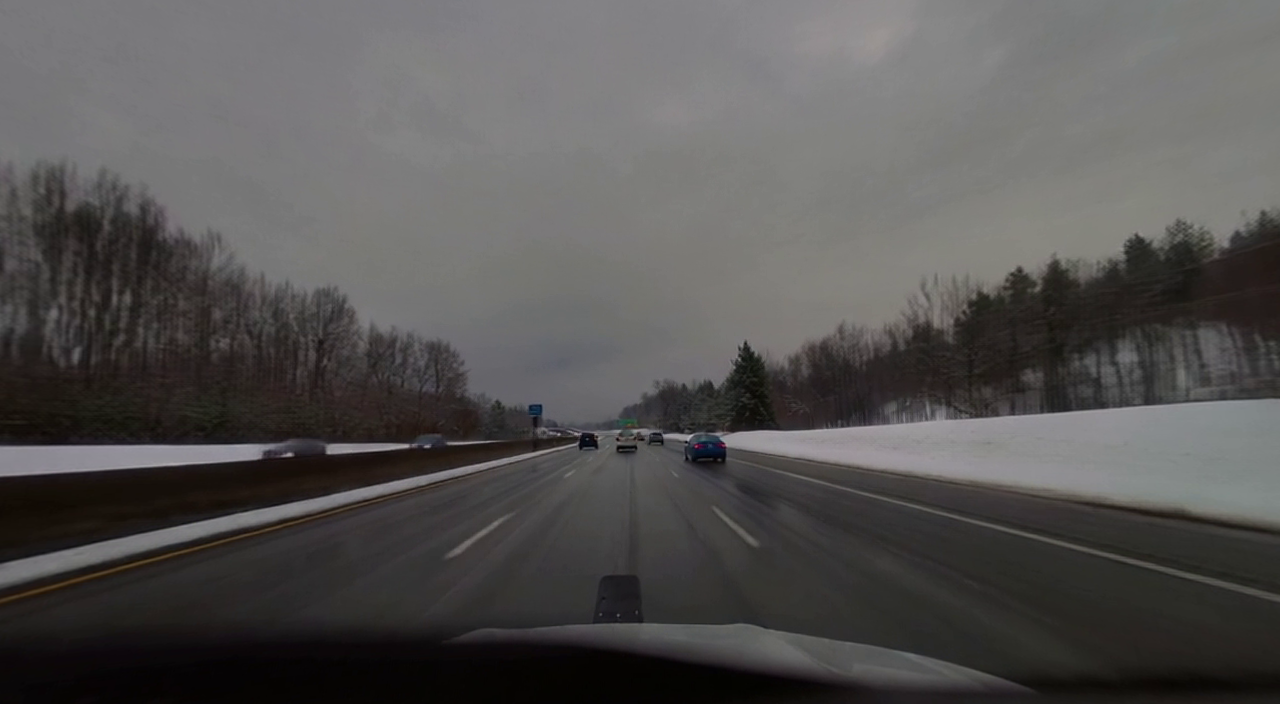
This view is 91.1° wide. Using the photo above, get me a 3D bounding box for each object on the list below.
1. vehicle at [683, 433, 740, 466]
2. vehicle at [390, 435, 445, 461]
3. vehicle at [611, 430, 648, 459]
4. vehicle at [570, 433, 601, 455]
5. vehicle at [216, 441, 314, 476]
[{"bbox_3d":[3.380,4.694,30.621,2.056,1.479,4.660,0,-8,-2],"label":"vehicle"},{"bbox_3d":[-13.381,5.769,38.023,1.861,1.479,3.811,0,-8,0],"label":"vehicle"},{"bbox_3d":[-0.659,5.727,39.102,2.182,1.680,4.253,0,-8,-1],"label":"vehicle"},{"bbox_3d":[-4.047,6.926,47.310,2.041,1.546,4.080,0,-8,-1],"label":"vehicle"},{"bbox_3d":[-17.243,4.877,29.164,1.982,1.503,4.149,0,-8,0],"label":"vehicle"}]
